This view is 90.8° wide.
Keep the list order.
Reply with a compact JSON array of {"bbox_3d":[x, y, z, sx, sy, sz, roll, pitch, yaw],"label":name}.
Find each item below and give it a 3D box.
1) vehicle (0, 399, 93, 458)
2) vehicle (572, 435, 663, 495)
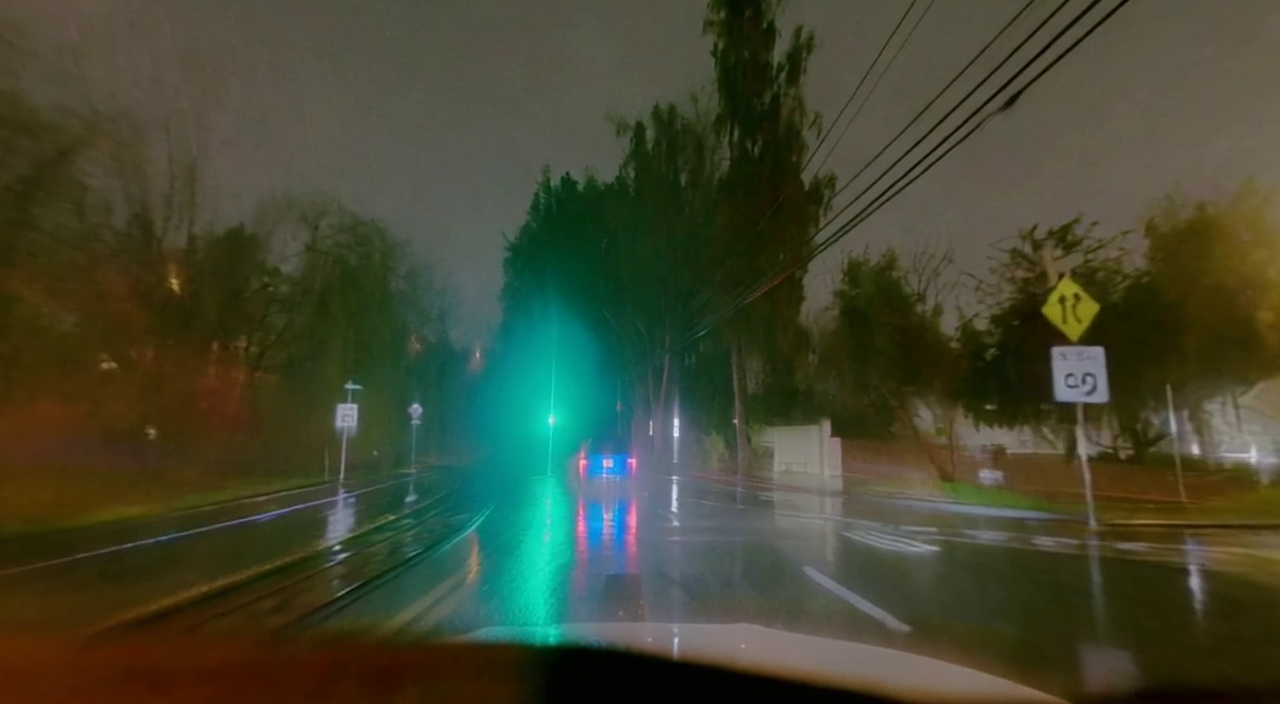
[{"bbox_3d":[-32.146,4.076,33.039,2.983,2.816,7.042,3,-9,-21],"label":"vehicle"},{"bbox_3d":[-0.761,3.180,18.175,2.295,1.510,4.364,1,-8,-5],"label":"vehicle"}]
